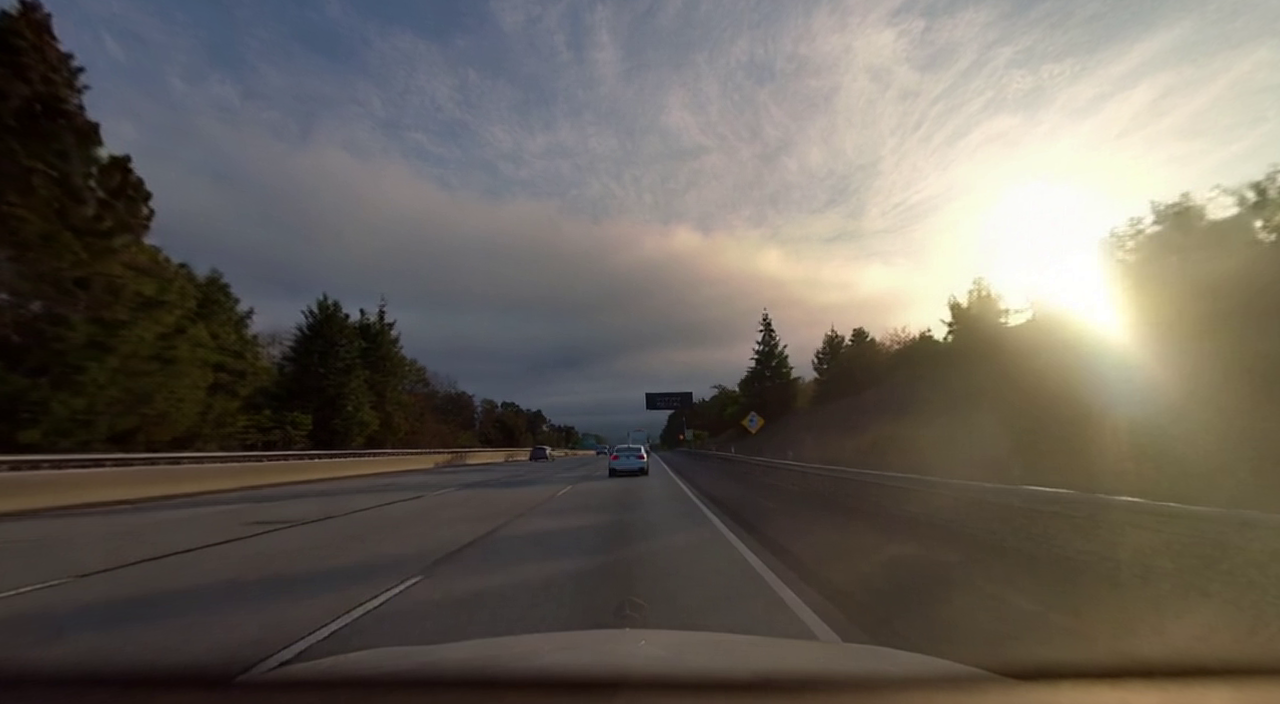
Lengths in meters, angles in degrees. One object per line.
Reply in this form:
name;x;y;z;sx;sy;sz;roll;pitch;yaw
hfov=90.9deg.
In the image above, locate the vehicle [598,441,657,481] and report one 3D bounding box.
vehicle;-0.469;4.422;25.781;2.238;1.479;3.672;0;-9;0
